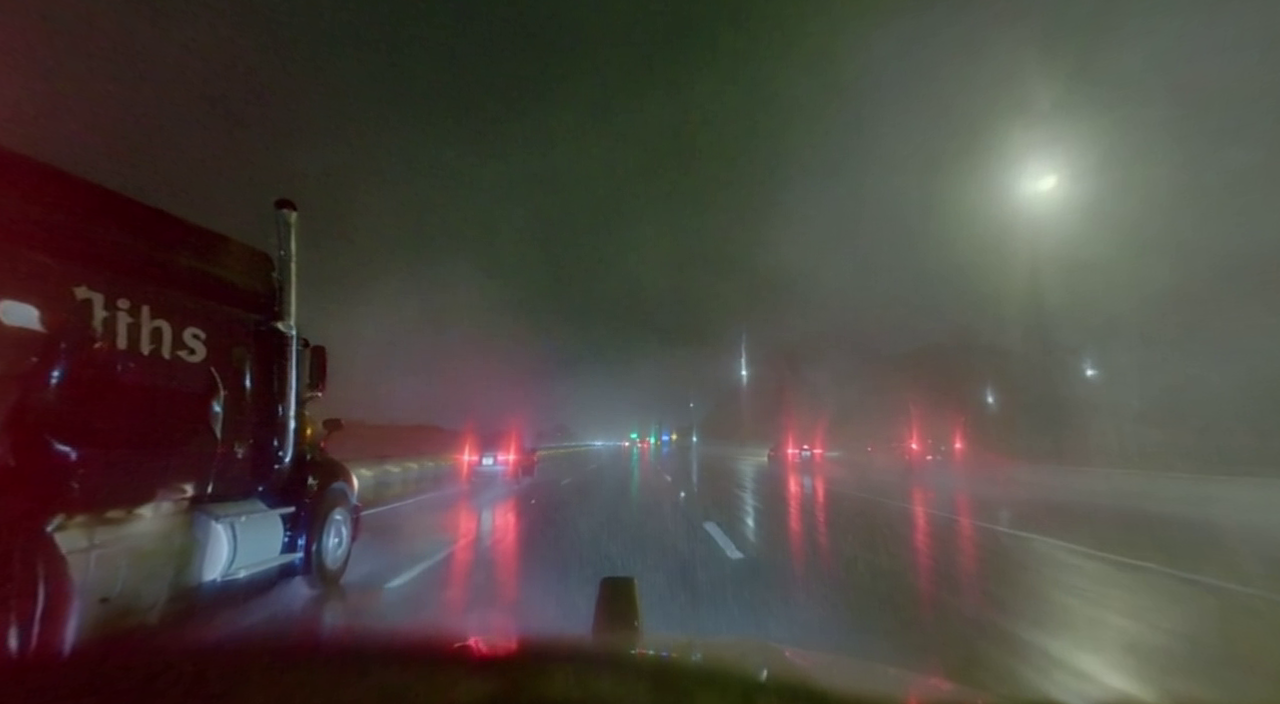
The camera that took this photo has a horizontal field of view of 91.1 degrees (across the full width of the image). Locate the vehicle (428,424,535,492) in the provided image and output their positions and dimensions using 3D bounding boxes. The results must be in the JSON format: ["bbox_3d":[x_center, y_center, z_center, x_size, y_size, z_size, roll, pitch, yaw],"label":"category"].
[{"bbox_3d":[-4.364,2.984,18.105,2.063,1.661,4.439,1,-8,-2],"label":"vehicle"}]
